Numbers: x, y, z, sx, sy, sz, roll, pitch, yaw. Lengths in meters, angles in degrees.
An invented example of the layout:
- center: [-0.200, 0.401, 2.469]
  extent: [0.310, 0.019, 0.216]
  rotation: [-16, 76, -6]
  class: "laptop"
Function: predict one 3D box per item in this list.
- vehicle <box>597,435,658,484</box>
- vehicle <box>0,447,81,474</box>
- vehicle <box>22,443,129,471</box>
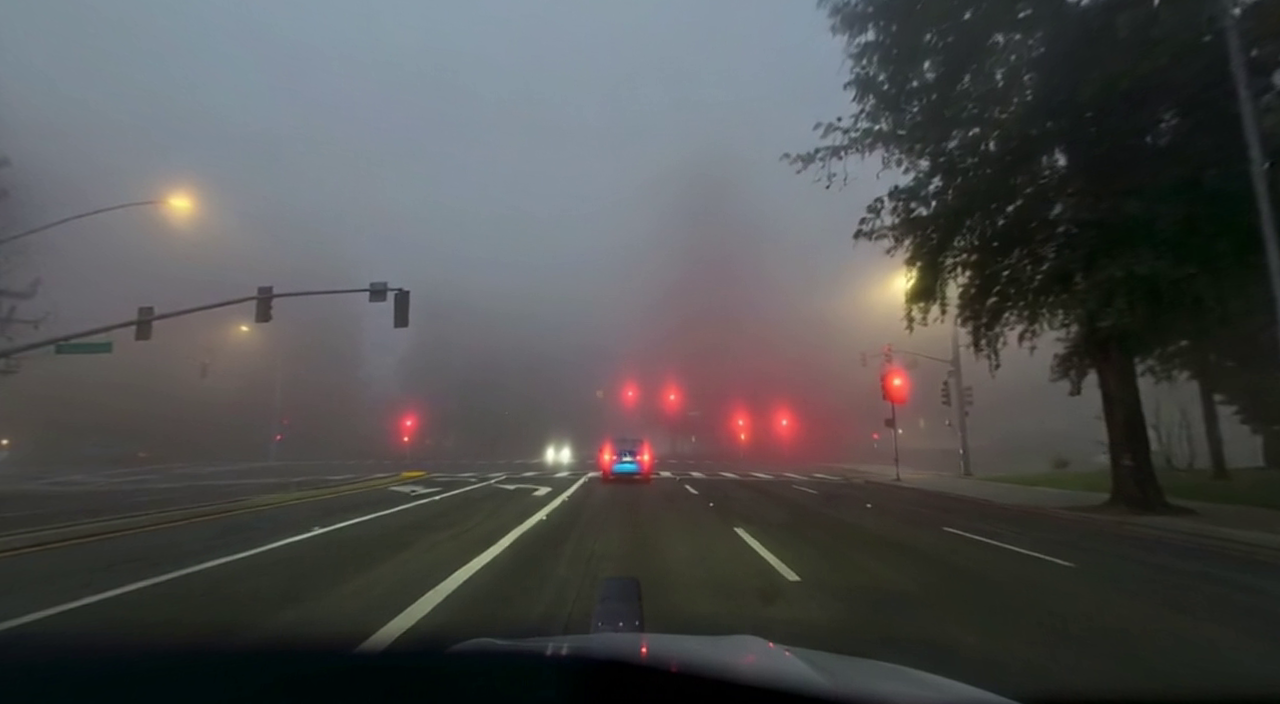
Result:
- center: [-0.452, 3.934, 23.287]
  extent: [2.066, 1.618, 3.922]
  rotation: [0, -9, -1]
  class: "vehicle"
- center: [-36.939, 6.472, 37.776]
  extent: [4.891, 1.591, 2.067]
  rotation: [0, -9, -2]
  class: "vehicle"
- center: [-36.476, 6.805, 40.926]
  extent: [4.912, 1.731, 2.022]
  rotation: [0, -9, -1]
  class: "vehicle"
